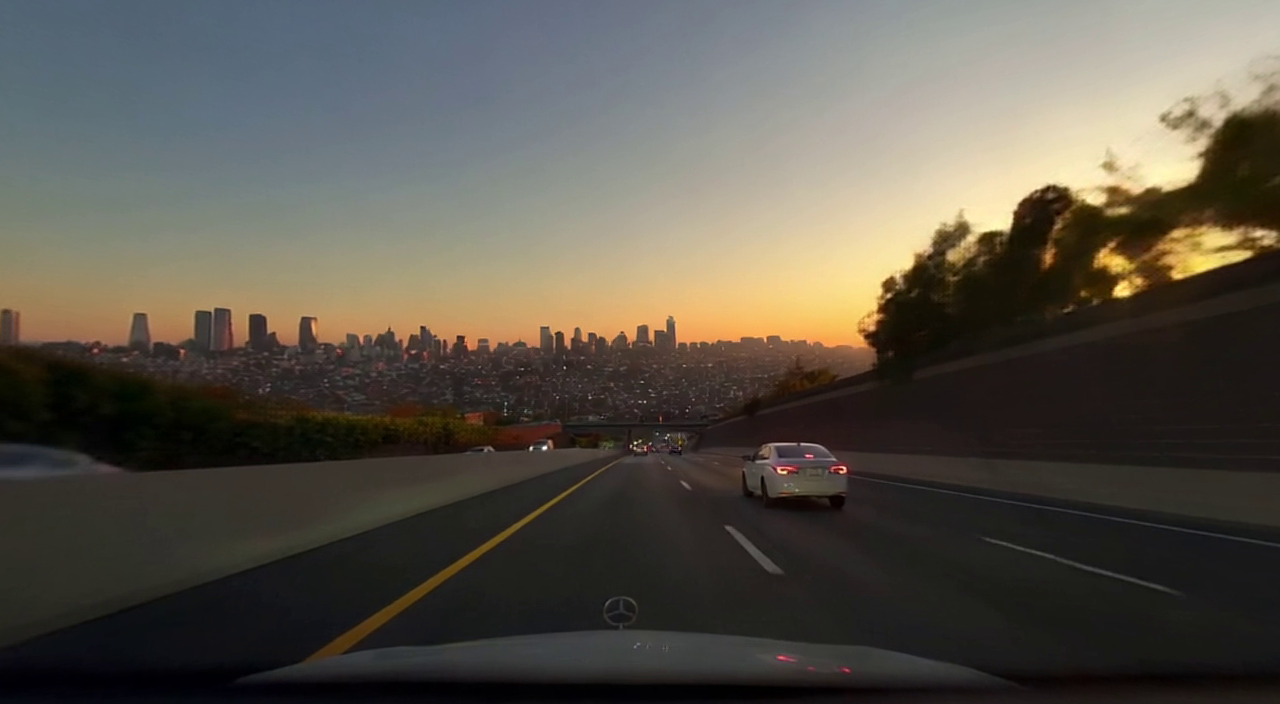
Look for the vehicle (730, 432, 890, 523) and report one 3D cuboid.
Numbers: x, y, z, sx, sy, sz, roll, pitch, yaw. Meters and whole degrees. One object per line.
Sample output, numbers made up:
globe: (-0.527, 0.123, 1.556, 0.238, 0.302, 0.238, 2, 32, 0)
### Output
vehicle: (3.207, 2.474, 13.058, 1.982, 1.533, 4.612, 0, -8, -1)
